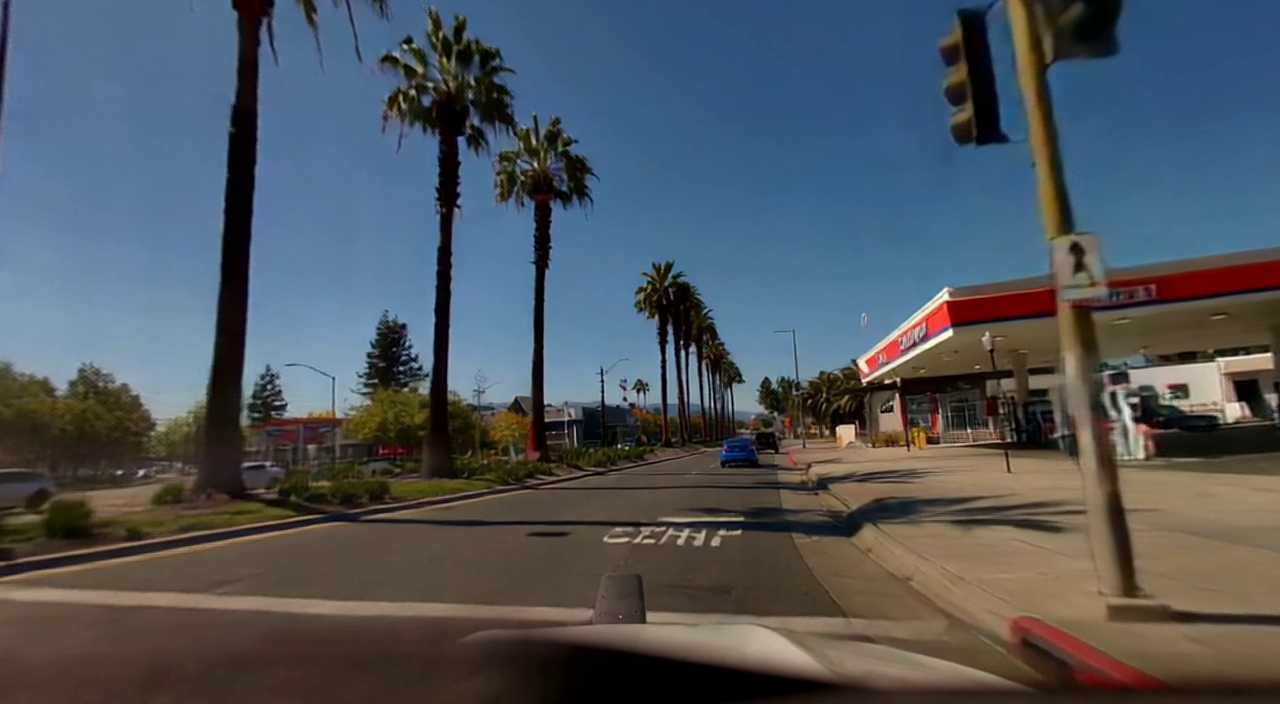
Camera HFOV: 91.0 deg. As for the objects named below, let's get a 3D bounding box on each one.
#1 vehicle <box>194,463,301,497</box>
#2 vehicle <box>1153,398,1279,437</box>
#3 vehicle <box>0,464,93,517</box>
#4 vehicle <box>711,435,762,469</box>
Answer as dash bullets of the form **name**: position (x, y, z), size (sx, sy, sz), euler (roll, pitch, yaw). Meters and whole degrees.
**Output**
- **vehicle**: position (-19.806, 6.436, 32.056), size (1.825, 1.441, 4.656), euler (-2, -9, 11)
- **vehicle**: position (30.711, 3.534, 33.585), size (4.513, 1.657, 2.002), euler (-6, -10, 18)
- **vehicle**: position (-21.926, 4.748, 21.629), size (1.884, 1.651, 4.330), euler (-2, -9, 12)
- **vehicle**: position (4.680, 4.740, 30.066), size (2.050, 1.509, 4.148), euler (-2, -9, 13)
